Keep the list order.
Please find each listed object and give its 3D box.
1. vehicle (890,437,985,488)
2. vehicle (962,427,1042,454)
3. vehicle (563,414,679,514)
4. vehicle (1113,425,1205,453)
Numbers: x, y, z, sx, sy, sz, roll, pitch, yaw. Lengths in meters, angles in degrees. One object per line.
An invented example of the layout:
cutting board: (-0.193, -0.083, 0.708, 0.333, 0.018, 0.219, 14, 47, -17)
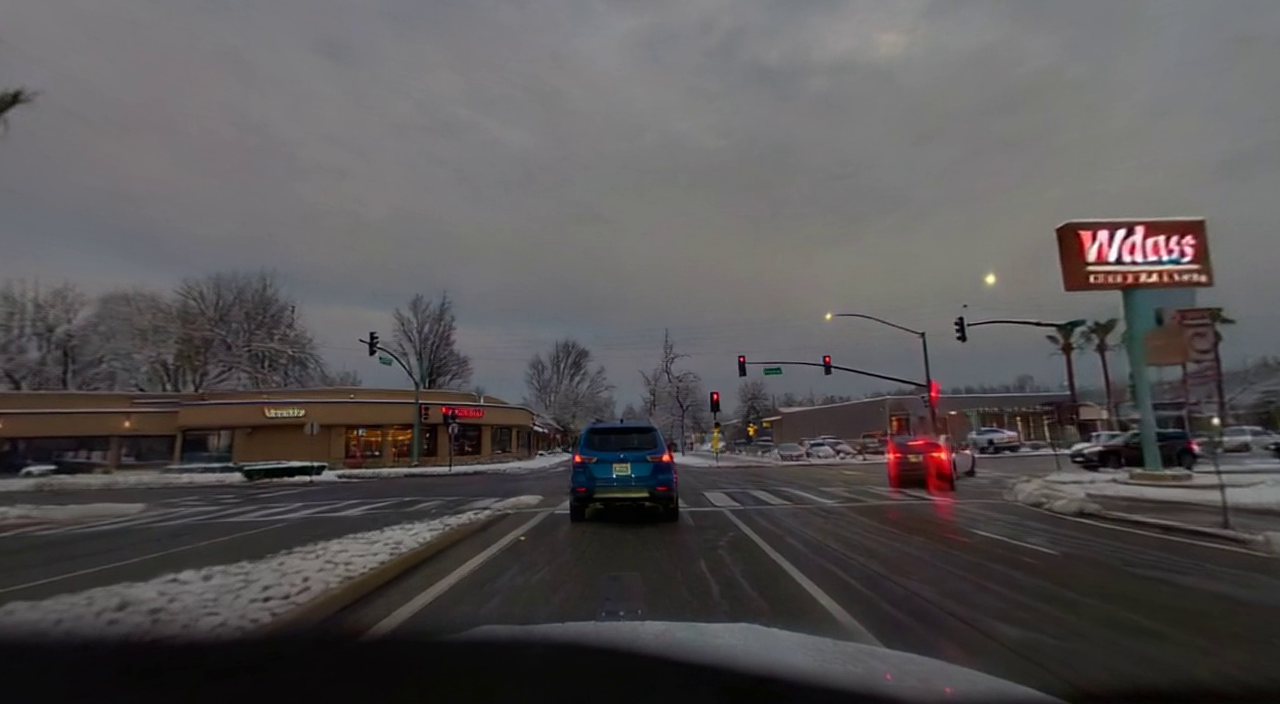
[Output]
vehicle: (10.592, 3.831, 22.316, 2.086, 1.560, 4.542, -6, -10, 36)
vehicle: (25.294, 6.190, 44.205, 4.641, 1.778, 1.958, -6, -10, 33)
vehicle: (-0.312, 2.545, 14.812, 2.263, 1.932, 4.709, 0, -8, 2)
vehicle: (32.305, 5.444, 39.485, 4.167, 1.655, 1.841, -5, -10, 32)
